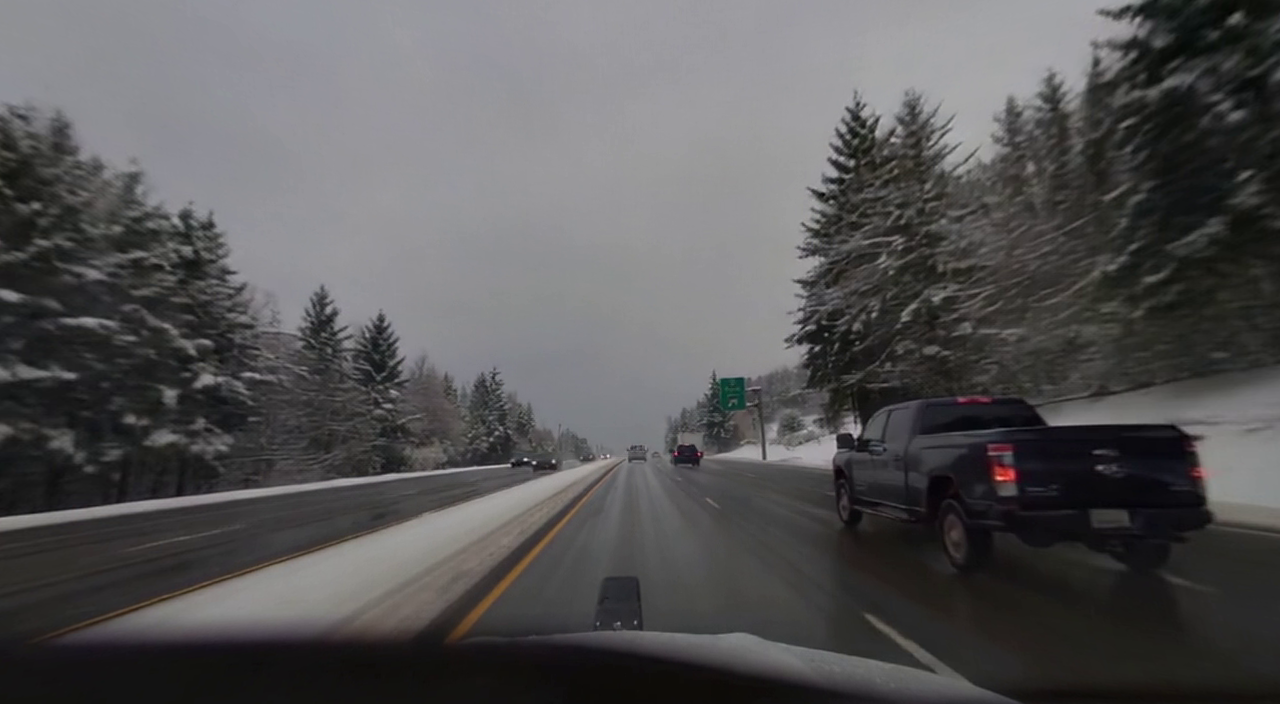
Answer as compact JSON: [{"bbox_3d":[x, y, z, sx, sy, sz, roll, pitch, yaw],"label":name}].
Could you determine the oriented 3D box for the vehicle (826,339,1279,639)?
[{"bbox_3d":[3.715,1.243,6.548,1.981,1.984,4.623,0,-9,-2],"label":"vehicle"}]

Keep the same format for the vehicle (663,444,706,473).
[{"bbox_3d":[2.632,6.475,38.488,2.123,1.620,4.959,0,-9,-1],"label":"vehicle"}]
